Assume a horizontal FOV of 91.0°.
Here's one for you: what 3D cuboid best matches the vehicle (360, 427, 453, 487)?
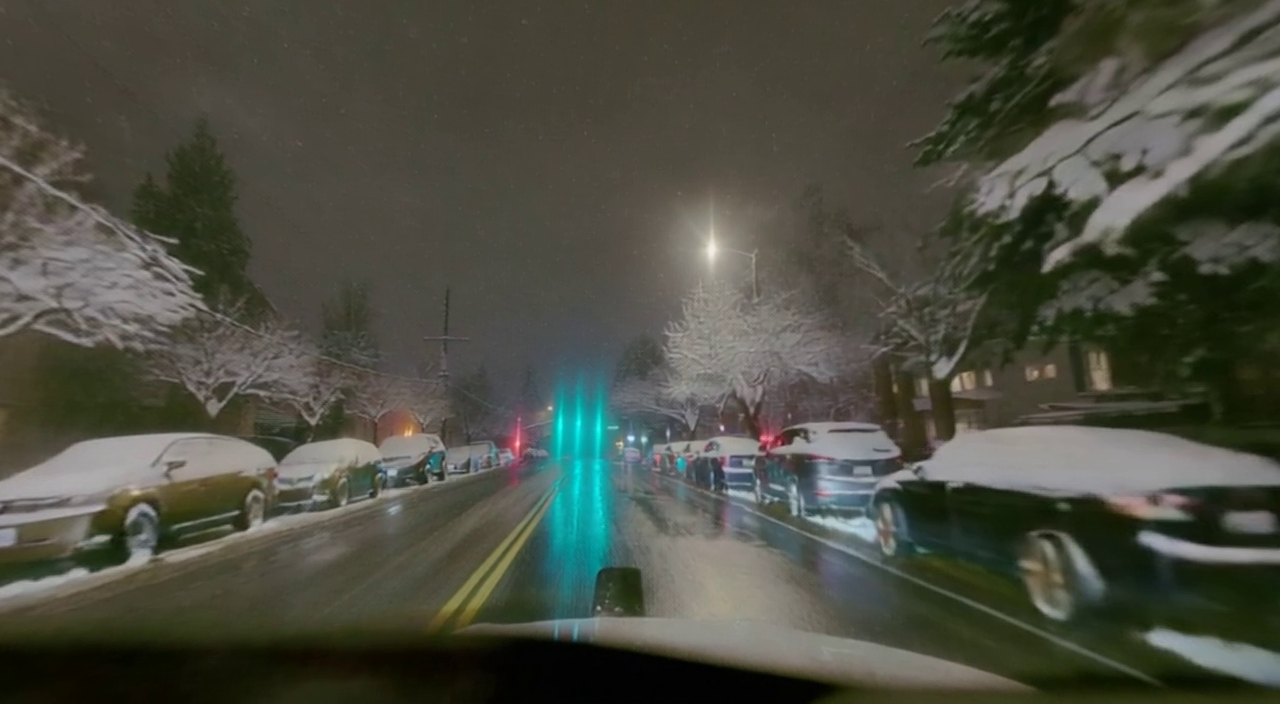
[{"bbox_3d":[-9.223,4.183,25.419,2.146,2.167,5.339,1,-8,-5],"label":"vehicle"}]

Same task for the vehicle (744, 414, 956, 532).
[{"bbox_3d":[3.632,2.197,12.069,2.071,1.781,4.737,1,-9,-5],"label":"vehicle"}]

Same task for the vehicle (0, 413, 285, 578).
[{"bbox_3d":[-7.836,2.075,9.748,2.072,1.840,5.197,-1,-9,-6],"label":"vehicle"}]

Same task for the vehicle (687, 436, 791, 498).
[{"bbox_3d":[2.690,3.267,18.375,2.009,1.547,4.574,0,-8,-4],"label":"vehicle"}]

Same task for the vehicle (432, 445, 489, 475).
[{"bbox_3d":[-9.668,5.833,34.282,2.057,1.486,4.759,0,-8,-4],"label":"vehicle"}]

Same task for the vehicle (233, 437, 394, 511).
[{"bbox_3d":[-8.397,3.138,16.824,2.055,1.663,4.889,1,-8,-5],"label":"vehicle"}]

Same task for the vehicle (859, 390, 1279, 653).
[{"bbox_3d":[3.935,1.302,5.919,1.954,1.507,4.356,0,-8,-3],"label":"vehicle"}]
